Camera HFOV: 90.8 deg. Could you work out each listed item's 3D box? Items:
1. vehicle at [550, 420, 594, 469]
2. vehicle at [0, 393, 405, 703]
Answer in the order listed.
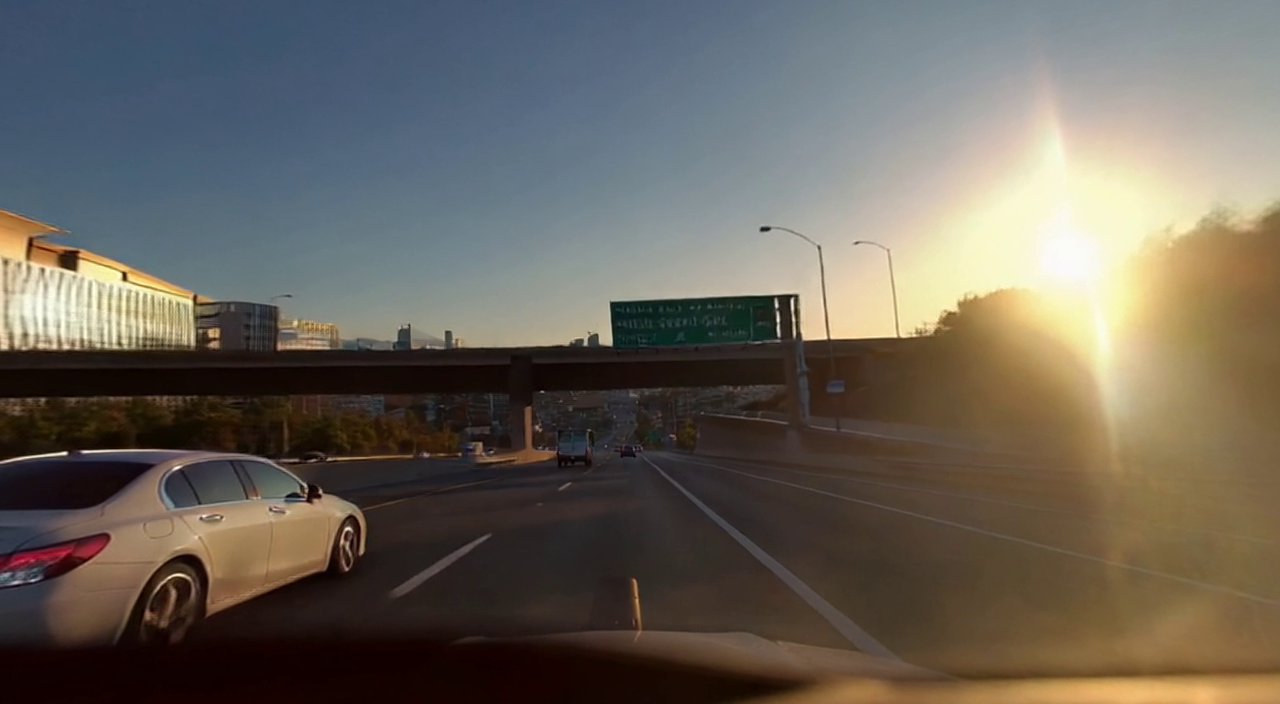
[{"bbox_3d":[-4.406,6.197,42.202,2.364,2.953,6.732,0,-9,-1],"label":"vehicle"},{"bbox_3d":[-3.746,1.296,4.999,2.025,1.556,4.594,0,-8,-1],"label":"vehicle"}]
